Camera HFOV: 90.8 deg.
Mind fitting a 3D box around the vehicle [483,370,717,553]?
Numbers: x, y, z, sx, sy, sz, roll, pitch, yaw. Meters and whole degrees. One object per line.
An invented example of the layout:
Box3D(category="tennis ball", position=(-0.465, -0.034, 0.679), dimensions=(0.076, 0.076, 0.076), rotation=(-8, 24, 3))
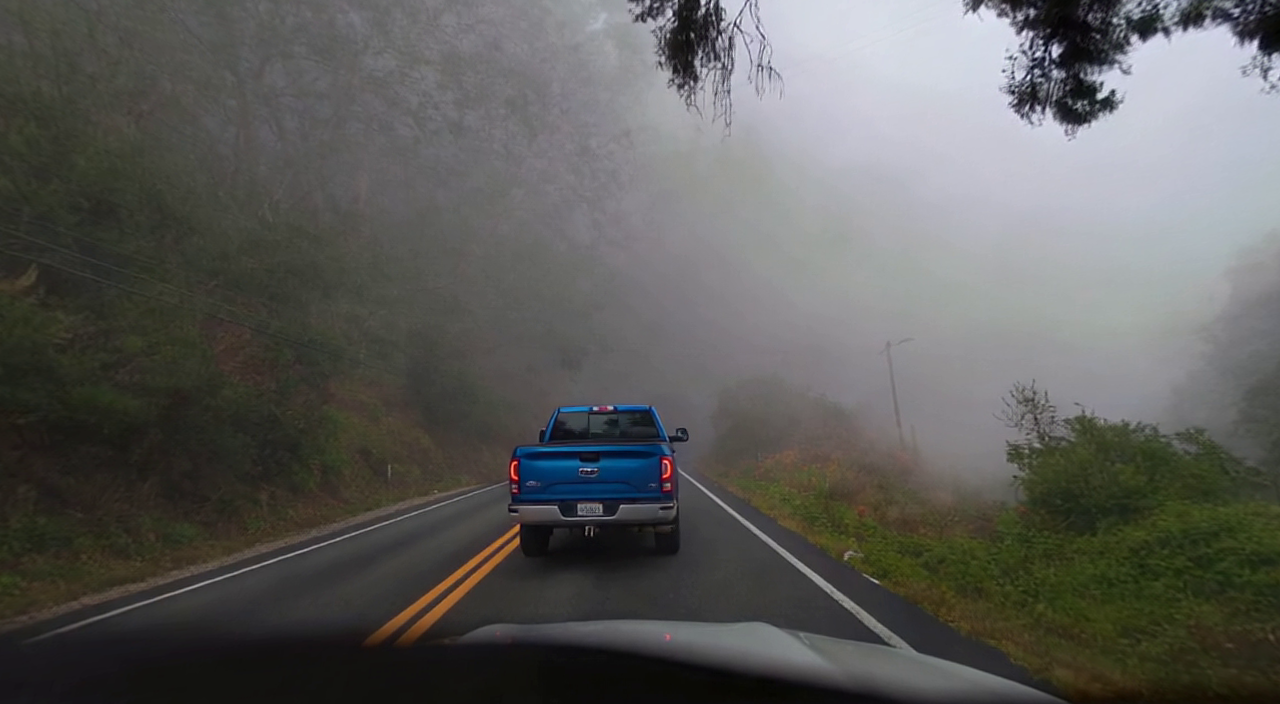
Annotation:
Box3D(category="vehicle", position=(-0.532, 1.758, 10.729), dimensions=(2.837, 2.223, 5.885), rotation=(0, -8, -1))
